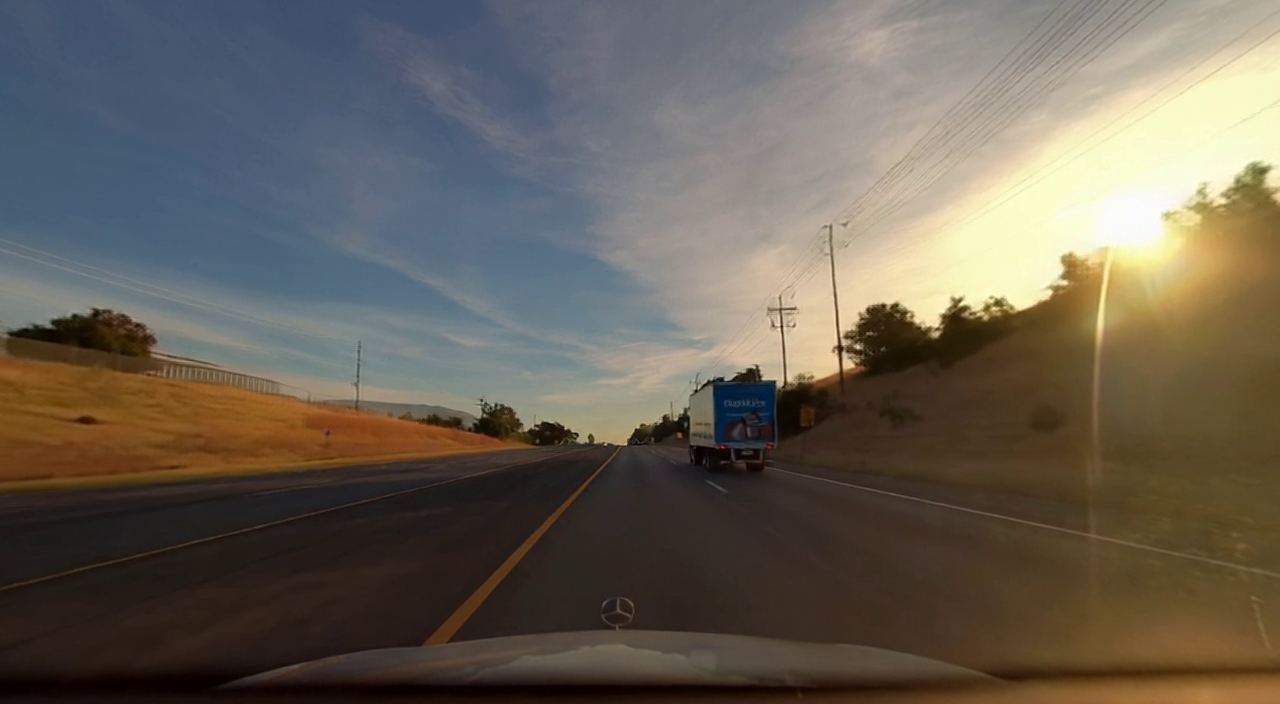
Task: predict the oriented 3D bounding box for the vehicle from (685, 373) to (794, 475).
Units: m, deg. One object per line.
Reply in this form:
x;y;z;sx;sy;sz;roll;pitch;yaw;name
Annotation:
3.927;3.258;27.480;3.037;3.672;9.136;0;-8;-1;vehicle
